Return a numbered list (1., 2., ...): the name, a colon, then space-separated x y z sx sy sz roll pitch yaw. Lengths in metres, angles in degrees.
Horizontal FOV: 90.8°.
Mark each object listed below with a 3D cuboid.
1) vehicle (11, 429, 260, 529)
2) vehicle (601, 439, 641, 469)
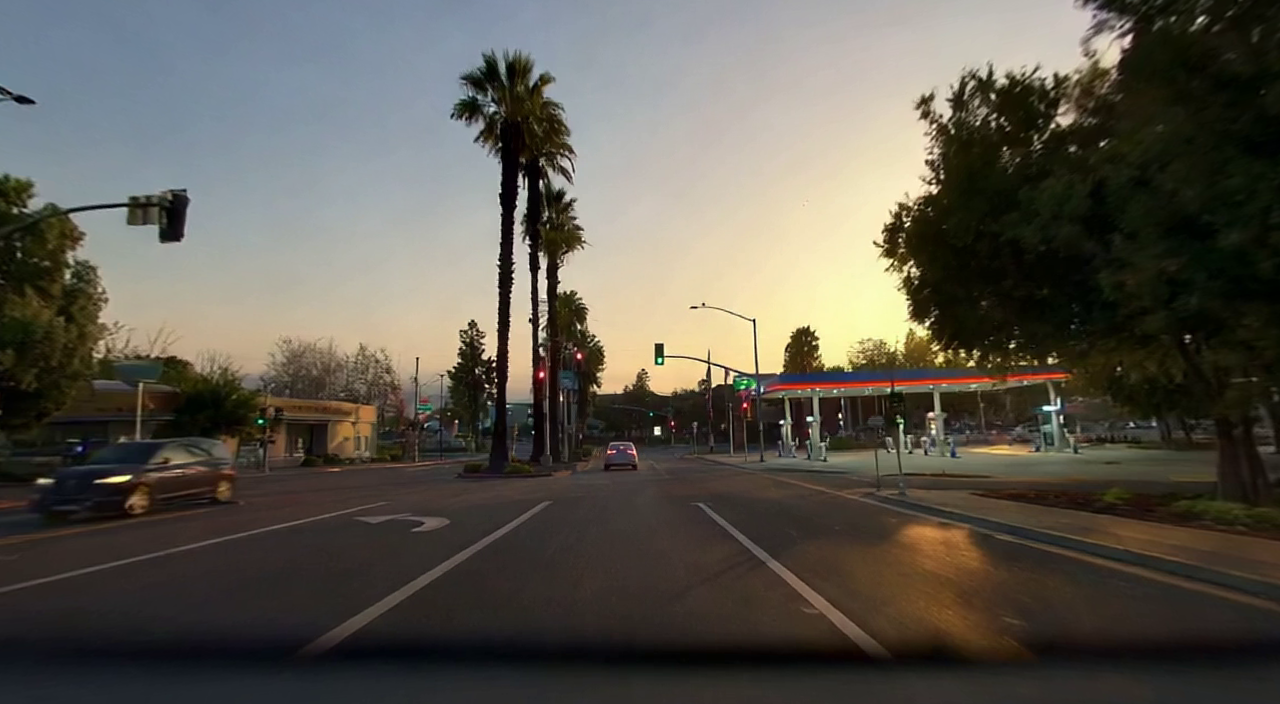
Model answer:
1. vehicle: -11.378 2.850 14.816 2.009 1.949 4.488 0 -8 1
2. vehicle: -1.043 5.645 35.095 2.073 1.525 4.809 0 -8 -2
